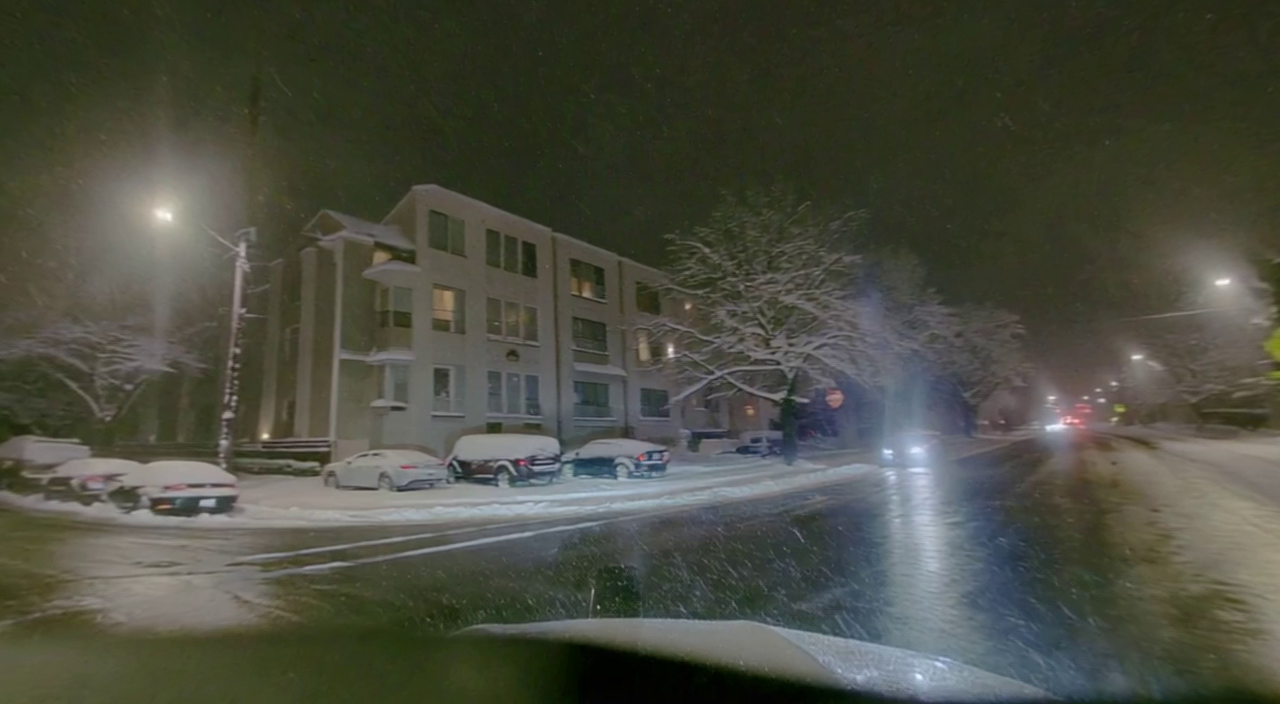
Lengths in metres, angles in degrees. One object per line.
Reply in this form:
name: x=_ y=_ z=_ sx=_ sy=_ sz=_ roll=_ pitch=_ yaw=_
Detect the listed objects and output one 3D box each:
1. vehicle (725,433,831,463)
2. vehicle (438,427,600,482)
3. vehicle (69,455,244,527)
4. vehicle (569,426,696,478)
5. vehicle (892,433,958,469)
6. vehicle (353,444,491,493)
vehicle: x=7.188 y=5.041 z=33.112 sx=5.079 sy=1.480 sz=1.802 roll=-6 pitch=-10 yaw=34
vehicle: x=-3.763 y=3.341 z=20.732 sx=2.104 sy=1.533 sz=5.312 roll=-6 pitch=-10 yaw=33
vehicle: x=-11.831 y=3.249 z=15.314 sx=4.744 sy=1.410 sz=1.977 roll=-6 pitch=-10 yaw=36
vehicle: x=-0.127 y=3.374 z=21.334 sx=1.918 sy=1.549 sz=4.413 roll=-7 pitch=-11 yaw=38
vehicle: x=12.953 y=4.454 z=28.439 sx=2.009 sy=1.454 sz=4.076 roll=-6 pitch=-10 yaw=33
vehicle: x=-7.123 y=3.793 z=20.910 sx=2.061 sy=1.417 sz=3.821 roll=-5 pitch=-10 yaw=31
